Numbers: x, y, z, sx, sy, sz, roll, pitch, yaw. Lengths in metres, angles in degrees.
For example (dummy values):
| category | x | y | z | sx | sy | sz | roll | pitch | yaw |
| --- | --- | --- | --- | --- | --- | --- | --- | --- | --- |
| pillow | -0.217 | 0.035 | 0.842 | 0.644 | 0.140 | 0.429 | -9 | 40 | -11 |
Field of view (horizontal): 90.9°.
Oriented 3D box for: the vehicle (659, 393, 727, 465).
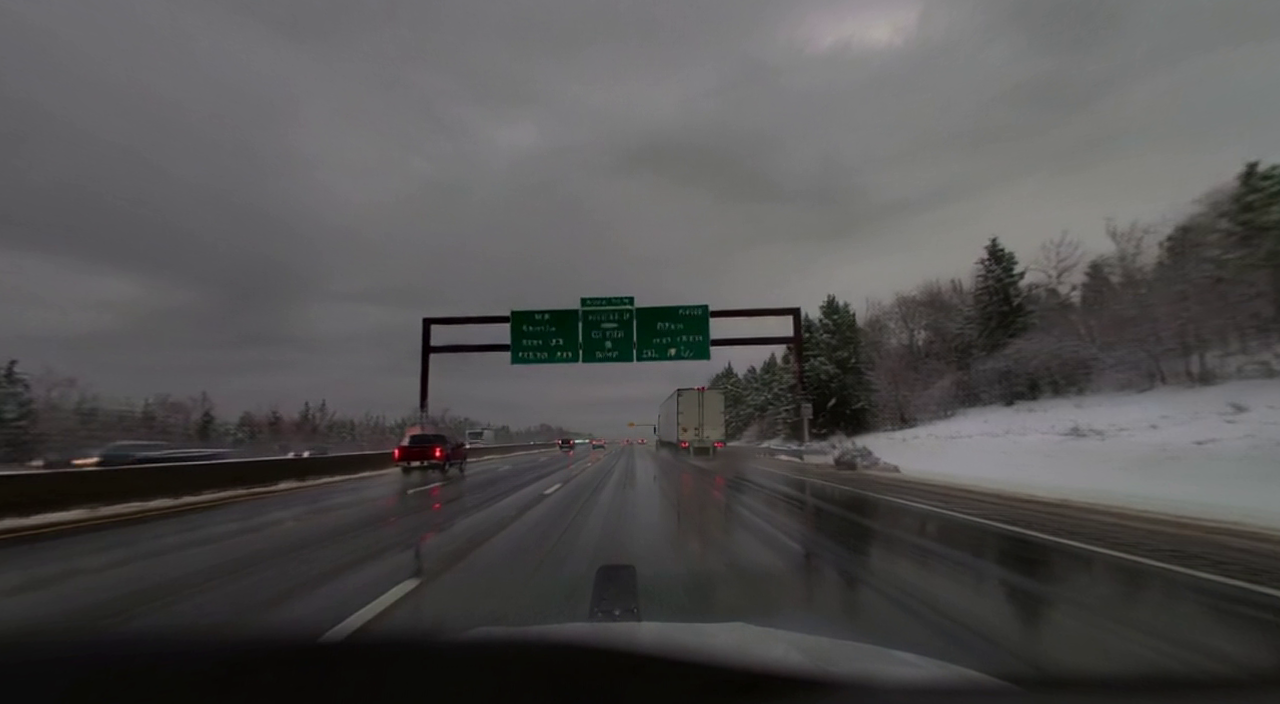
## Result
| category | x | y | z | sx | sy | sz | roll | pitch | yaw |
| --- | --- | --- | --- | --- | --- | --- | --- | --- | --- |
| vehicle | 2.939 | 4.783 | 38.941 | 2.760 | 3.710 | 12.230 | 0 | -7 | -2 |

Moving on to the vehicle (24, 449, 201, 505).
| category | x | y | z | sx | sy | sz | roll | pitch | yaw |
| --- | --- | --- | --- | --- | --- | --- | --- | --- | --- |
| vehicle | -15.236 | 3.596 | 18.529 | 1.883 | 1.356 | 3.865 | 0 | -8 | 0 |

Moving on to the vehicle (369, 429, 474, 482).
| category | x | y | z | sx | sy | sz | roll | pitch | yaw |
| --- | --- | --- | --- | --- | --- | --- | --- | --- | --- |
| vehicle | -7.472 | 3.569 | 22.147 | 2.076 | 1.636 | 4.597 | 0 | -8 | -1 |

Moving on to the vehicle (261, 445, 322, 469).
| category | x | y | z | sx | sy | sz | roll | pitch | yaw |
| --- | --- | --- | --- | --- | --- | --- | --- | --- | --- |
| vehicle | -24.155 | 7.279 | 43.868 | 1.784 | 1.476 | 4.401 | 0 | -8 | -1 |
